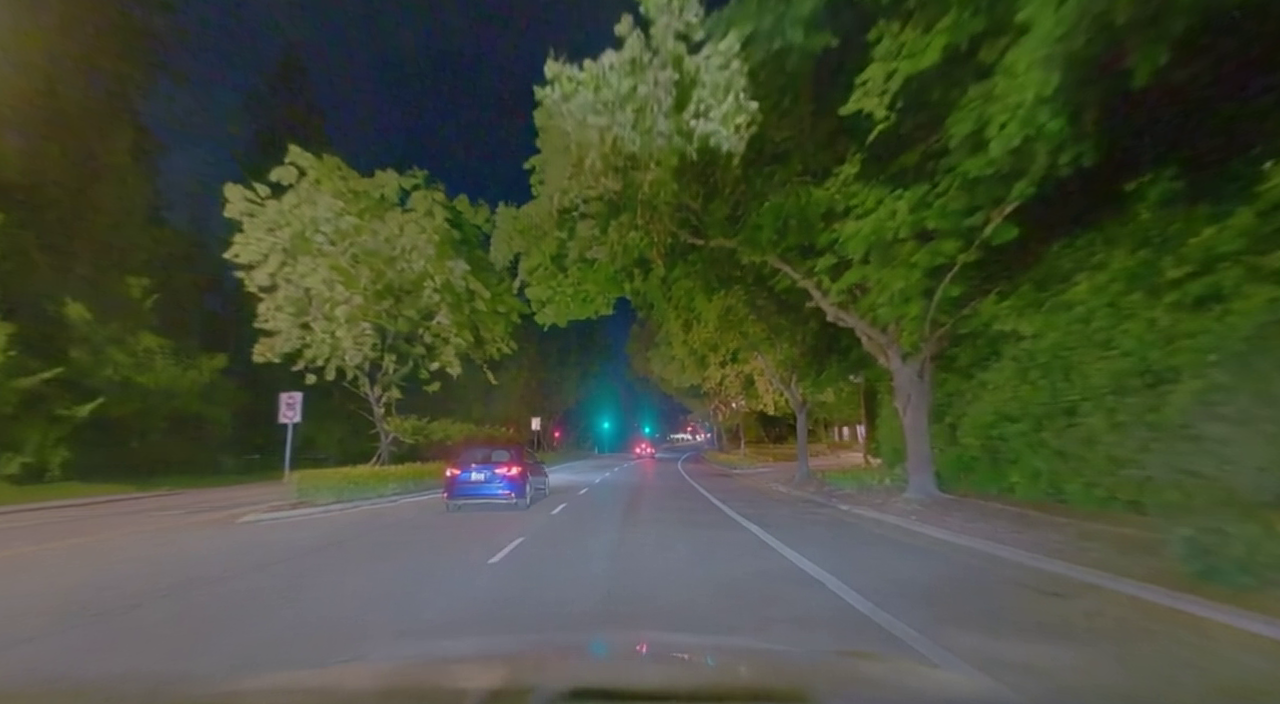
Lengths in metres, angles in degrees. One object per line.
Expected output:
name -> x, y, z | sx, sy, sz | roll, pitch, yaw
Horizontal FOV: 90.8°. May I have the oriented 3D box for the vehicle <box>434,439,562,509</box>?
vehicle -> -3.322, 2.959, 15.864 | 2.038, 1.486, 4.678 | 0, -9, 1
